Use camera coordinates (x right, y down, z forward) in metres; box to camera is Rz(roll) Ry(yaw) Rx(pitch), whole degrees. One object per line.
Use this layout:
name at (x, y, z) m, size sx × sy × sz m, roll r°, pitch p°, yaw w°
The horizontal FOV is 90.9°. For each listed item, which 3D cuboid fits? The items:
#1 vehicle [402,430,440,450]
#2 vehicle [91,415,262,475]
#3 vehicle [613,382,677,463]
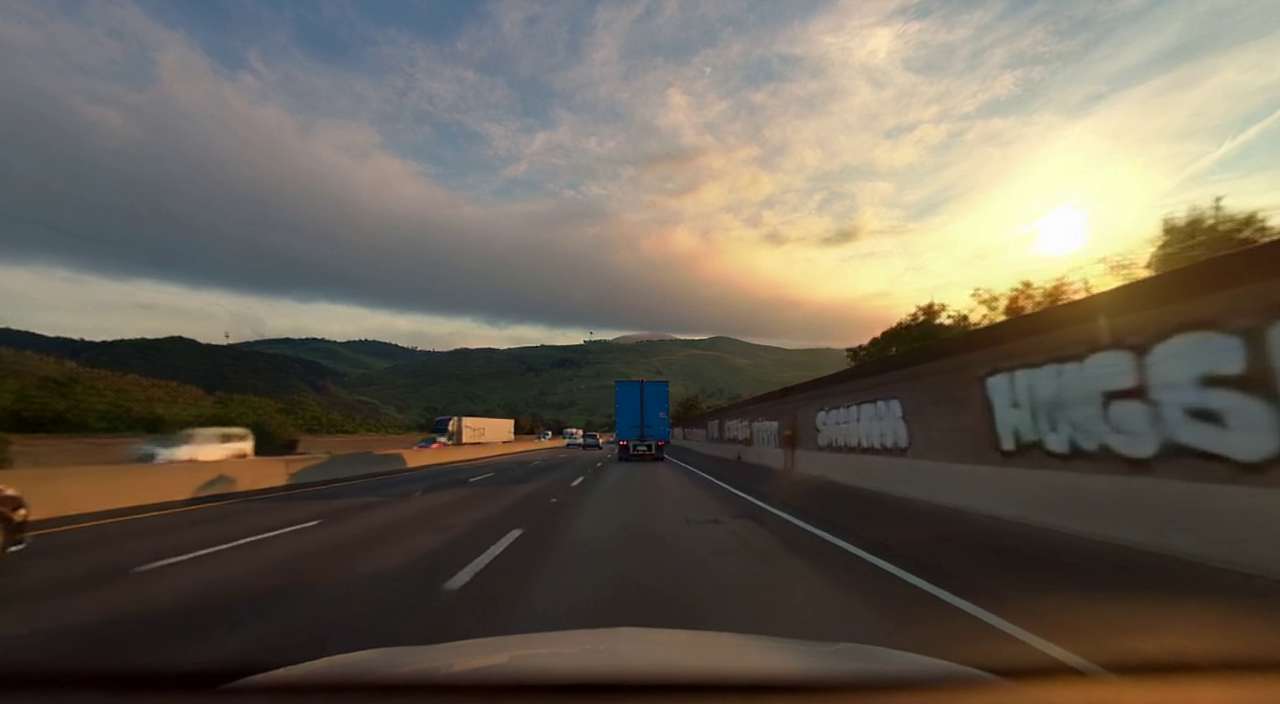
vehicle at (-15.390, 6.192, 44.415) m, size 1.541 × 1.359 × 3.344 m, roll 0°, pitch -8°, yaw -1°
vehicle at (-14.969, 3.032, 20.790) m, size 2.030 × 1.734 × 4.748 m, roll 0°, pitch -8°, yaw 0°
vehicle at (0.009, 3.994, 34.694) m, size 2.921 × 3.765 × 10.773 m, roll 0°, pitch -8°, yaw -3°
